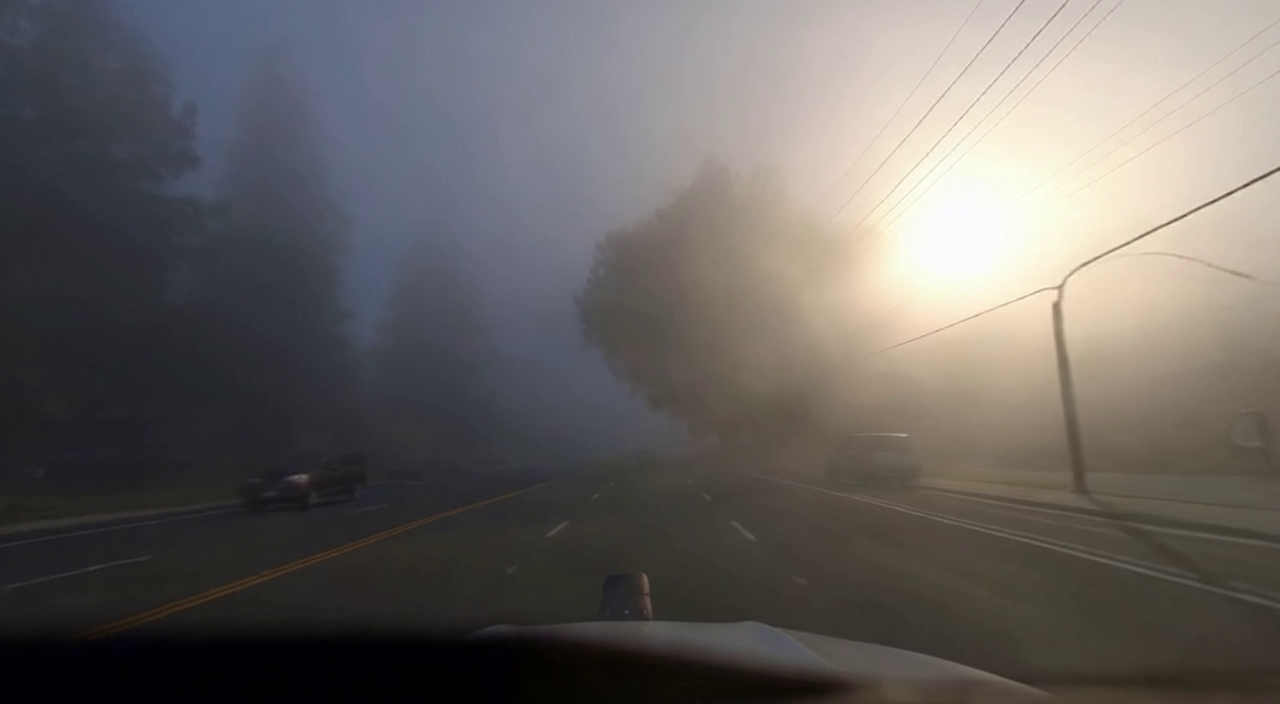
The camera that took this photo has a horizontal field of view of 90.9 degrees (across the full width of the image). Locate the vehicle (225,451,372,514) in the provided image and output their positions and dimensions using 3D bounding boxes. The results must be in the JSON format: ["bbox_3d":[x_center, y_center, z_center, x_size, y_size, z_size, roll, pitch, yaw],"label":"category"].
[{"bbox_3d":[-11.069,4.213,20.965,2.077,1.776,4.757,-1,-8,2],"label":"vehicle"}]

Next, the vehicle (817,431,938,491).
[{"bbox_3d":[7.848,3.640,21.449,2.200,1.783,4.682,0,-8,-1],"label":"vehicle"}]
